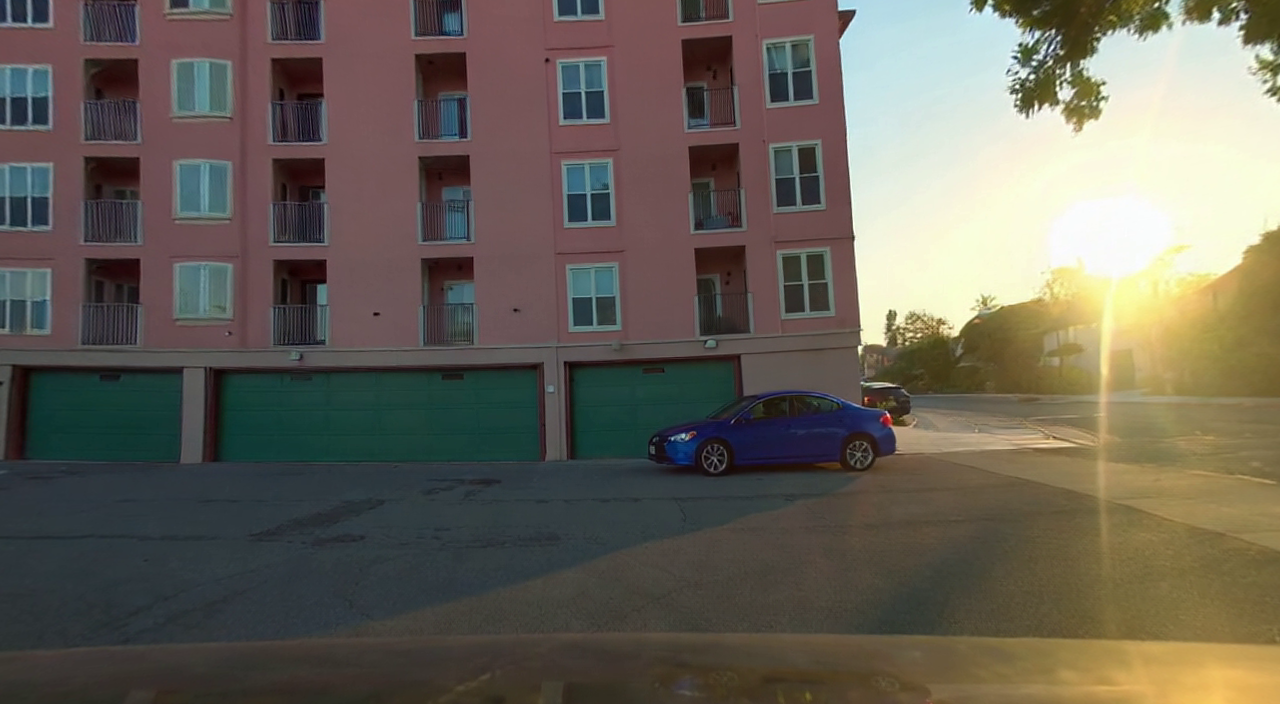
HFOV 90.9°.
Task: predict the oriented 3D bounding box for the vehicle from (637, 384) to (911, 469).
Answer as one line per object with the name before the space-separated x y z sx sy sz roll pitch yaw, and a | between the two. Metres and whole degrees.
vehicle | 2.301 1.419 11.838 4.697 1.444 1.825 0 -8 -1

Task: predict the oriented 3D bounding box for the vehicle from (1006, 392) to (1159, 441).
vehicle | 15.815 2.351 22.713 3.905 1.475 2.057 -3 -8 -3
